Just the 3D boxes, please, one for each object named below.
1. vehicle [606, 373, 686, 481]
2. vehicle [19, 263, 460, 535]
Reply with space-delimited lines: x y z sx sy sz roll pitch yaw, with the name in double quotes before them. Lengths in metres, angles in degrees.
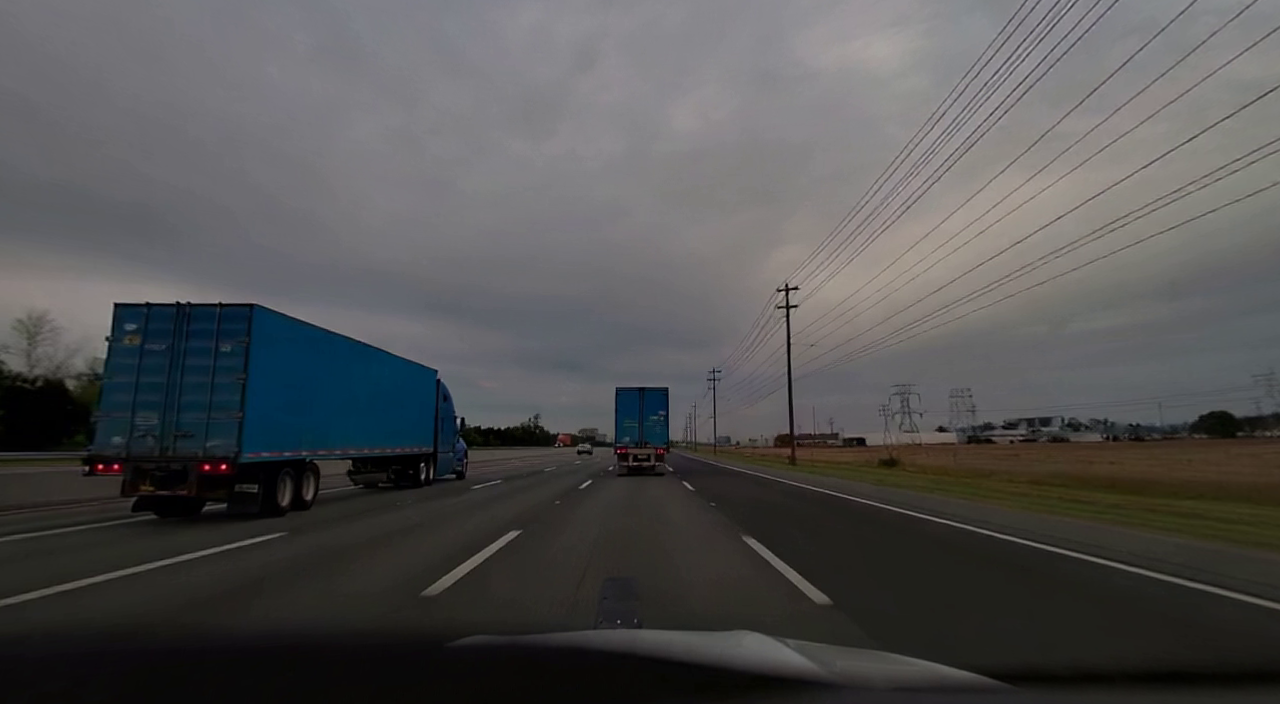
"vehicle" 0.140 3.446 27.856 2.858 3.847 10.034 0 -9 -1
"vehicle" -7.367 1.446 14.811 2.937 3.981 11.119 -1 -9 0
